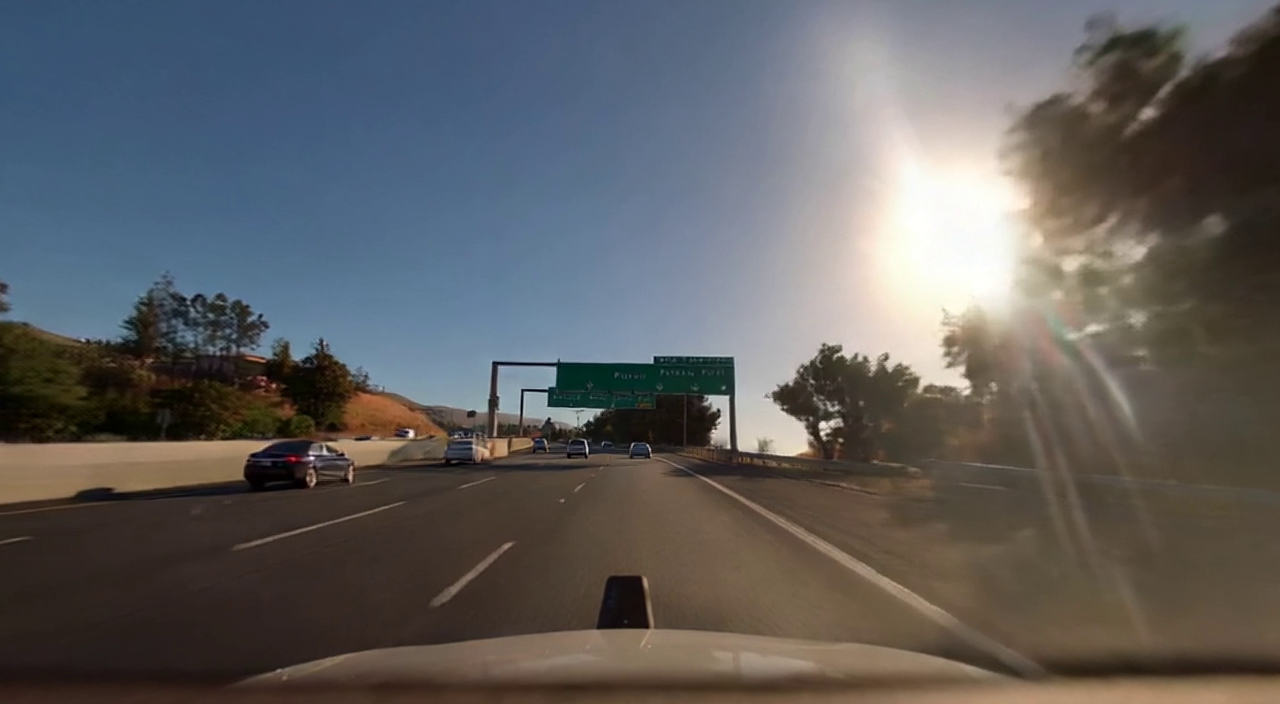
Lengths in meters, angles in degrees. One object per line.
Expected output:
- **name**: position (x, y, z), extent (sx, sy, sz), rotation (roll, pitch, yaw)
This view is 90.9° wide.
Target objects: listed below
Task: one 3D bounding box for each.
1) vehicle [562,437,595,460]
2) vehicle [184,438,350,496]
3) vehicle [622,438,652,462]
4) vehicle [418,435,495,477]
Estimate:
- **vehicle**: position (-4.406, 6.953, 45.539), extent (1.991, 1.610, 4.606), rotation (0, -8, -1)
- **vehicle**: position (-10.724, 3.308, 18.710), extent (1.935, 1.474, 5.033), rotation (0, -8, -1)
- **vehicle**: position (-0.223, 6.431, 41.453), extent (1.881, 1.460, 3.694), rotation (0, -8, -2)
- **vehicle**: position (-7.698, 4.384, 26.929), extent (2.086, 1.628, 4.039), rotation (0, -8, 0)
